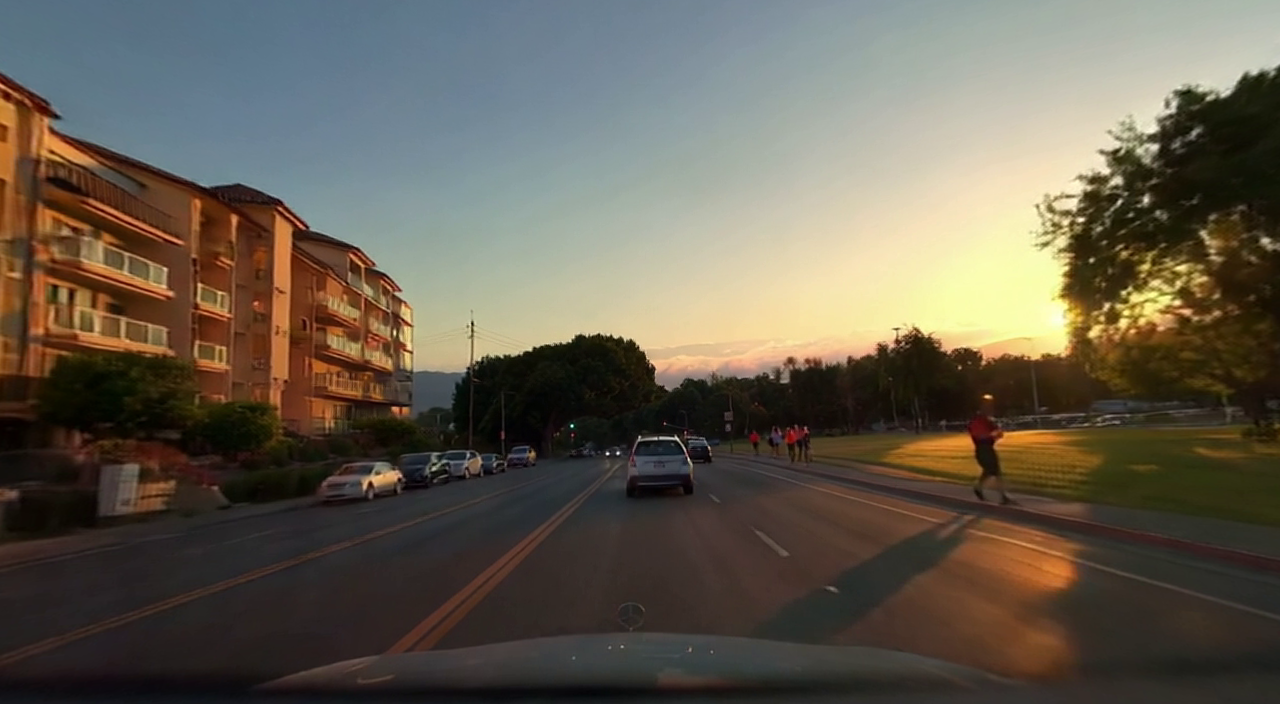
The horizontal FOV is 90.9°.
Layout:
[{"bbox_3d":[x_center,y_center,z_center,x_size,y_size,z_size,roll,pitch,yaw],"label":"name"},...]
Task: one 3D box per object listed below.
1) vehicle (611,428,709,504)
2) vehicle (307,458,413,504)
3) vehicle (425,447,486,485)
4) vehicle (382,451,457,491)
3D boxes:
[{"bbox_3d":[0.422,2.788,15.789,2.132,1.632,3.838,0,-9,0],"label":"vehicle"},{"bbox_3d":[-10.448,4.821,23.947,1.839,1.474,4.694,-1,-9,1],"label":"vehicle"},{"bbox_3d":[-10.050,6.199,34.741,1.940,1.816,4.721,-1,-7,1],"label":"vehicle"},{"bbox_3d":[-10.216,5.516,29.536,1.869,1.647,4.281,-1,-9,1],"label":"vehicle"}]
